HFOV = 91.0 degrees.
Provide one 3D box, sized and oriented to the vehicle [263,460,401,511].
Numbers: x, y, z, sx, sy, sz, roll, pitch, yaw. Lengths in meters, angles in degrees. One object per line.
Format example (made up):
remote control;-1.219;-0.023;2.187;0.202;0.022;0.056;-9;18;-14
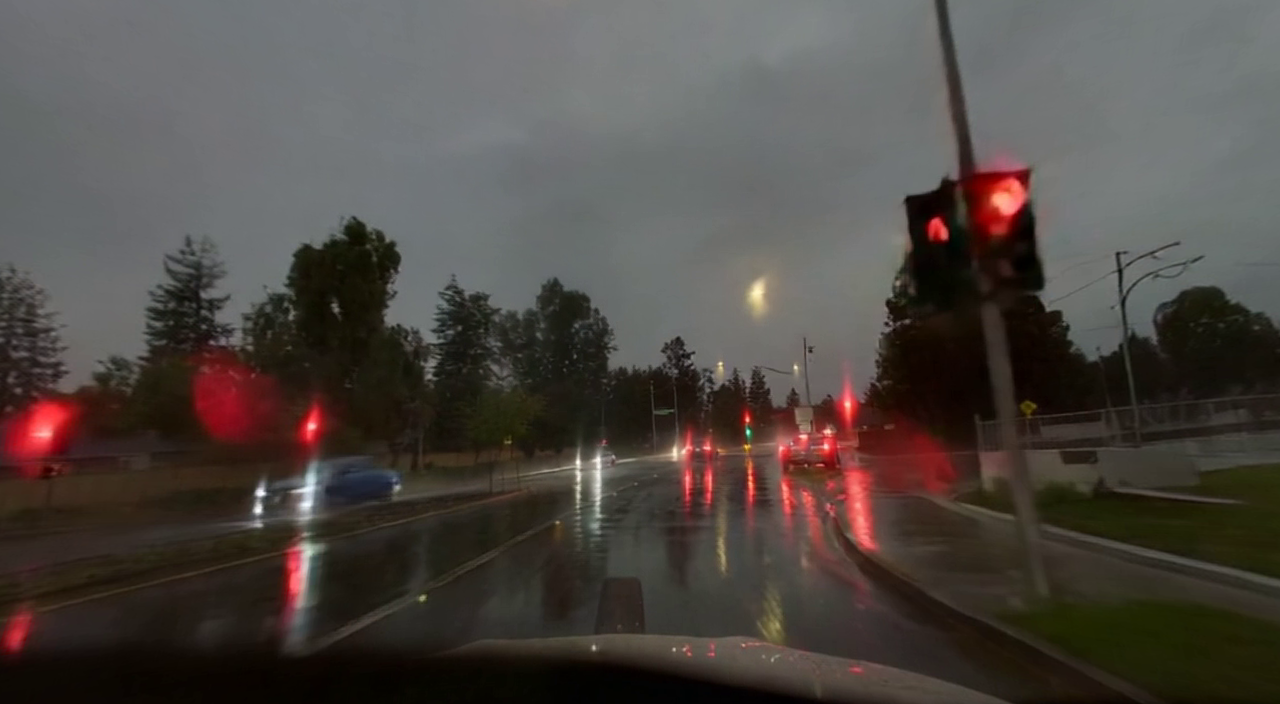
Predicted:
vehicle;-10.834;4.712;22.632;1.916;1.484;4.867;-2;-9;9

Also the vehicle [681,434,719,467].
vehicle;3.786;6.126;39.163;2.059;1.908;4.714;-2;-9;8
